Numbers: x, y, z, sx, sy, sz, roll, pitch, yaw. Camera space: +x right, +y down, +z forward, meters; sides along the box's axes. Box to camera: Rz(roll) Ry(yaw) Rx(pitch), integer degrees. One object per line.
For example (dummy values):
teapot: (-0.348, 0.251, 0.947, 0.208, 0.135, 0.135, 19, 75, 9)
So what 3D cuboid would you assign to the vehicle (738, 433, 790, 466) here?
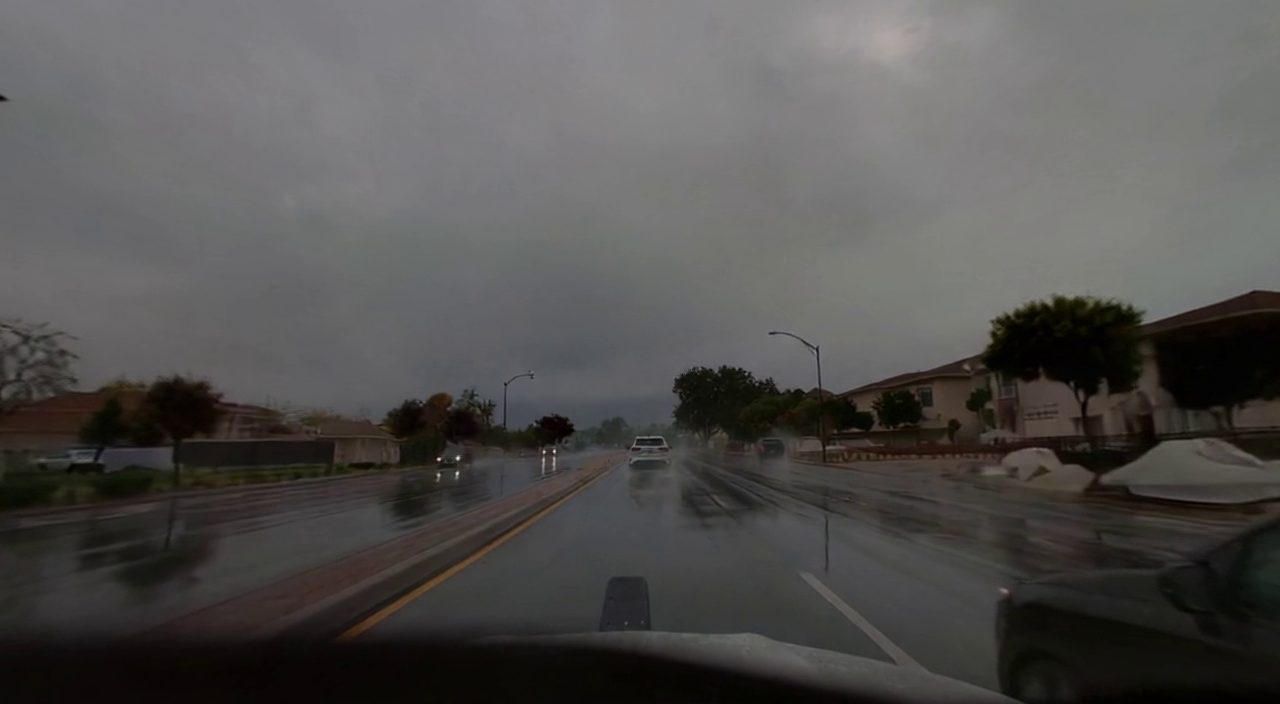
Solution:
vehicle: (8.199, 6.502, 42.208, 2.436, 2.010, 5.595, 0, -8, 1)

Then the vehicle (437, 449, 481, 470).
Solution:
vehicle: (-13.801, 8.194, 48.367, 1.897, 1.488, 4.529, 0, -8, 2)

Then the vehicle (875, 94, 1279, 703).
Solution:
vehicle: (3.328, 0.521, 2.792, 2.268, 2.584, 6.049, 0, -8, 1)

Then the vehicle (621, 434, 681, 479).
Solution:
vehicle: (0.437, 4.339, 26.391, 2.289, 1.679, 4.180, 0, -8, 0)
